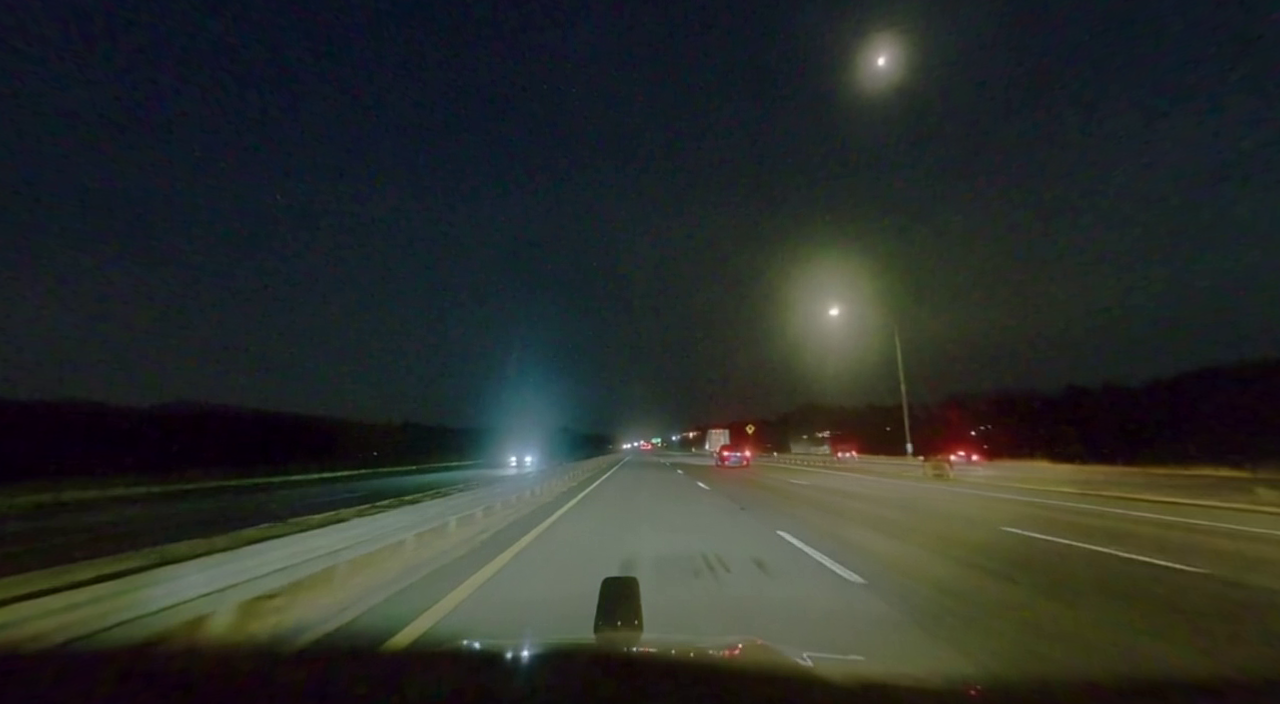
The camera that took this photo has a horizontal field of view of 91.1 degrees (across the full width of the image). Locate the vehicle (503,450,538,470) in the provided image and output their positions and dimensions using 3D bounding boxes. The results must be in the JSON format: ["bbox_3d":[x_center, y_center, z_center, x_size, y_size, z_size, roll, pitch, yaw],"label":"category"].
[{"bbox_3d":[-9.373,8.476,49.514,1.916,1.467,4.458,0,-9,0],"label":"vehicle"}]

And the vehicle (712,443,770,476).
[{"bbox_3d":[4.576,4.941,28.994,1.923,1.408,3.835,0,-9,-1],"label":"vehicle"}]
